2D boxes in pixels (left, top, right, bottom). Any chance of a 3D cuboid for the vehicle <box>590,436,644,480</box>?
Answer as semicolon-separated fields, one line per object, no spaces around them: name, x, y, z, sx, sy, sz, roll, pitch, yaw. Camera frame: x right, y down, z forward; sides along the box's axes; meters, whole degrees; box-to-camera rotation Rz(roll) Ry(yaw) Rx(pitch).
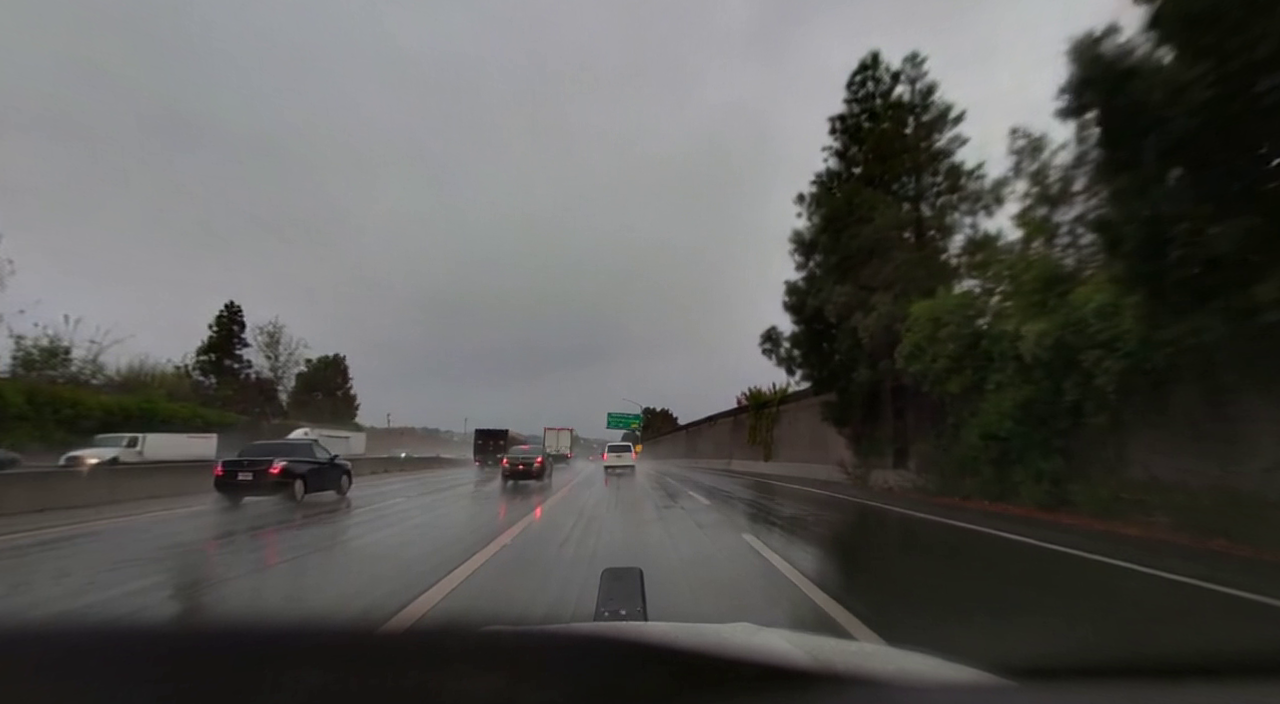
vehicle;-0.983;4.409;26.515;2.092;1.671;3.772;0;-8;-2

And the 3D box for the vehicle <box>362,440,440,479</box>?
vehicle;-11.933;5.381;31.905;2.079;1.807;5.187;0;-8;-2

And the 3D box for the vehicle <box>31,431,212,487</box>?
vehicle;-16.089;3.339;19.964;1.973;1.553;4.504;0;-8;-2

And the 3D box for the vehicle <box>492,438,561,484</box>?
vehicle;-4.338;4.209;24.753;2.005;1.631;4.295;0;-8;-1

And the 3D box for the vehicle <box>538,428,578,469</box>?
vehicle;-5.624;6.715;44.134;2.279;2.672;5.256;0;-8;-2

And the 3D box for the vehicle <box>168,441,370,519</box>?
vehicle;-7.975;2.753;14.183;1.896;1.465;4.399;0;-8;-1
